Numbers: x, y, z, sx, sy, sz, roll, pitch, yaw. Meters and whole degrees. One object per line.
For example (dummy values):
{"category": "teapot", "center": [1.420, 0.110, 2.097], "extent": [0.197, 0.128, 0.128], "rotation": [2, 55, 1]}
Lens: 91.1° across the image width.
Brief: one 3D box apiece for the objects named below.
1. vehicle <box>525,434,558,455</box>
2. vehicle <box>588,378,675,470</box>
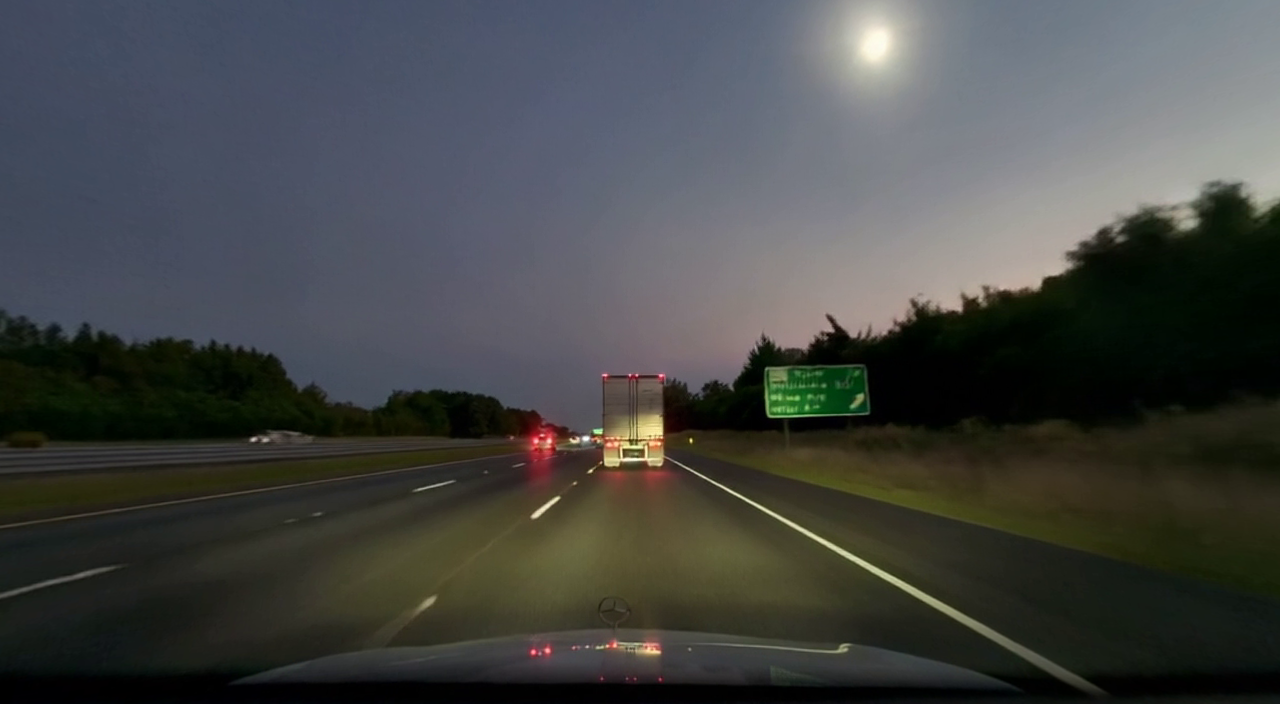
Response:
{"category": "vehicle", "center": [-7.183, 6.788, 46.305], "extent": [1.856, 1.479, 3.710], "rotation": [0, -8, 0]}
{"category": "vehicle", "center": [-0.430, 3.611, 30.651], "extent": [3.033, 3.223, 14.836], "rotation": [4, -7, -1]}
